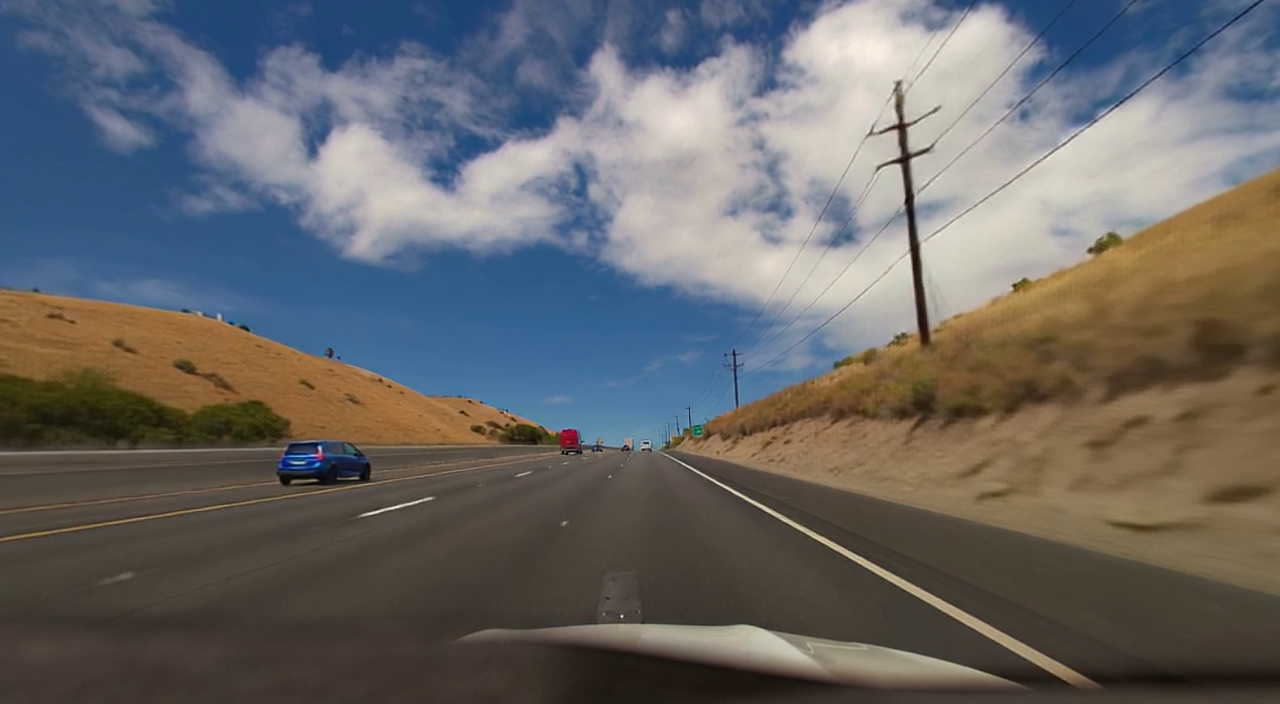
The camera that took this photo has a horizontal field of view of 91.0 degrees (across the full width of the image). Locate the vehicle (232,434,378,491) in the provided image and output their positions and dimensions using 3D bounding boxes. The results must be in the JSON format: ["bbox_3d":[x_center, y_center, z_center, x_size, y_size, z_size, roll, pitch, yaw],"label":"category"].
[{"bbox_3d":[-10.455,3.479,20.199,1.971,1.558,4.847,0,-9,0],"label":"vehicle"}]
